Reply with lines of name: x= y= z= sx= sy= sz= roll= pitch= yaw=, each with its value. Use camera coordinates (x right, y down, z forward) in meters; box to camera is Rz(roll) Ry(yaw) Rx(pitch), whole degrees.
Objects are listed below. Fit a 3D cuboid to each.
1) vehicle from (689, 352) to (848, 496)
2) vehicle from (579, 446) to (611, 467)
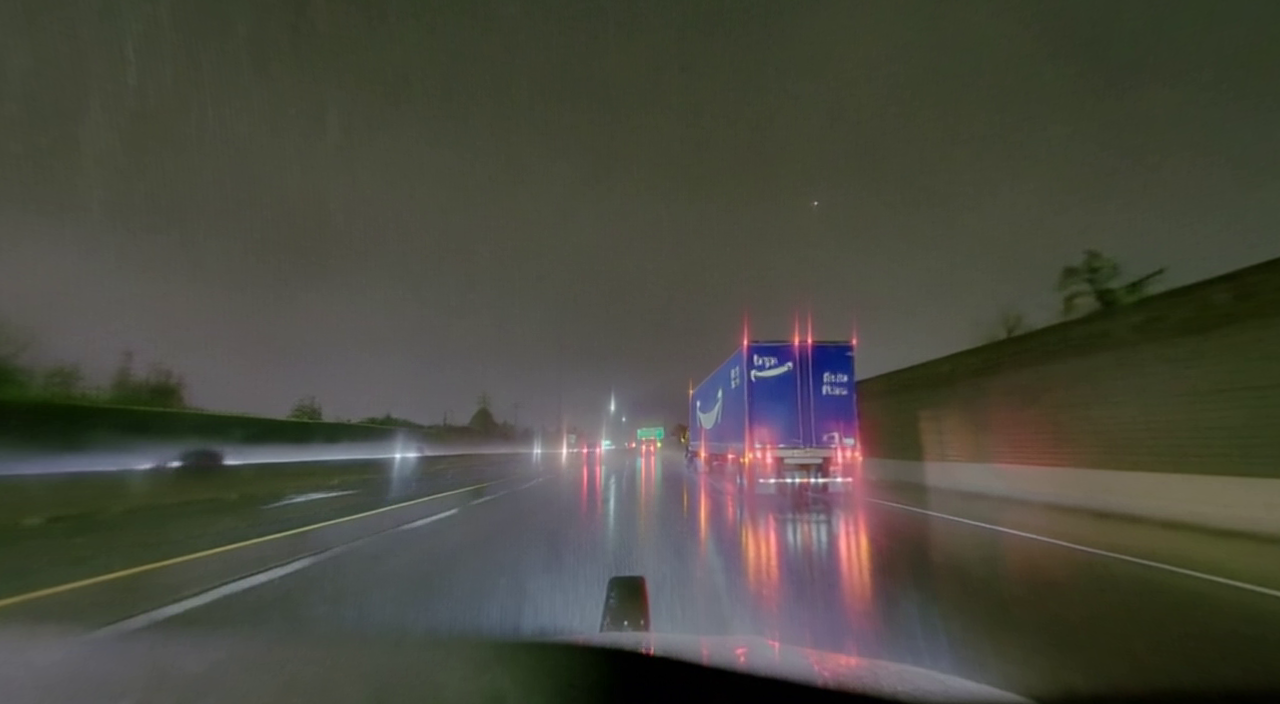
vehicle: x=4.238 y=3.240 z=26.097 sx=2.928 sy=4.021 sz=17.190 roll=0 pitch=-8 yaw=0
vehicle: x=-3.483 y=8.249 z=49.618 sx=2.200 sy=1.562 sz=4.959 roll=0 pitch=-8 yaw=0
